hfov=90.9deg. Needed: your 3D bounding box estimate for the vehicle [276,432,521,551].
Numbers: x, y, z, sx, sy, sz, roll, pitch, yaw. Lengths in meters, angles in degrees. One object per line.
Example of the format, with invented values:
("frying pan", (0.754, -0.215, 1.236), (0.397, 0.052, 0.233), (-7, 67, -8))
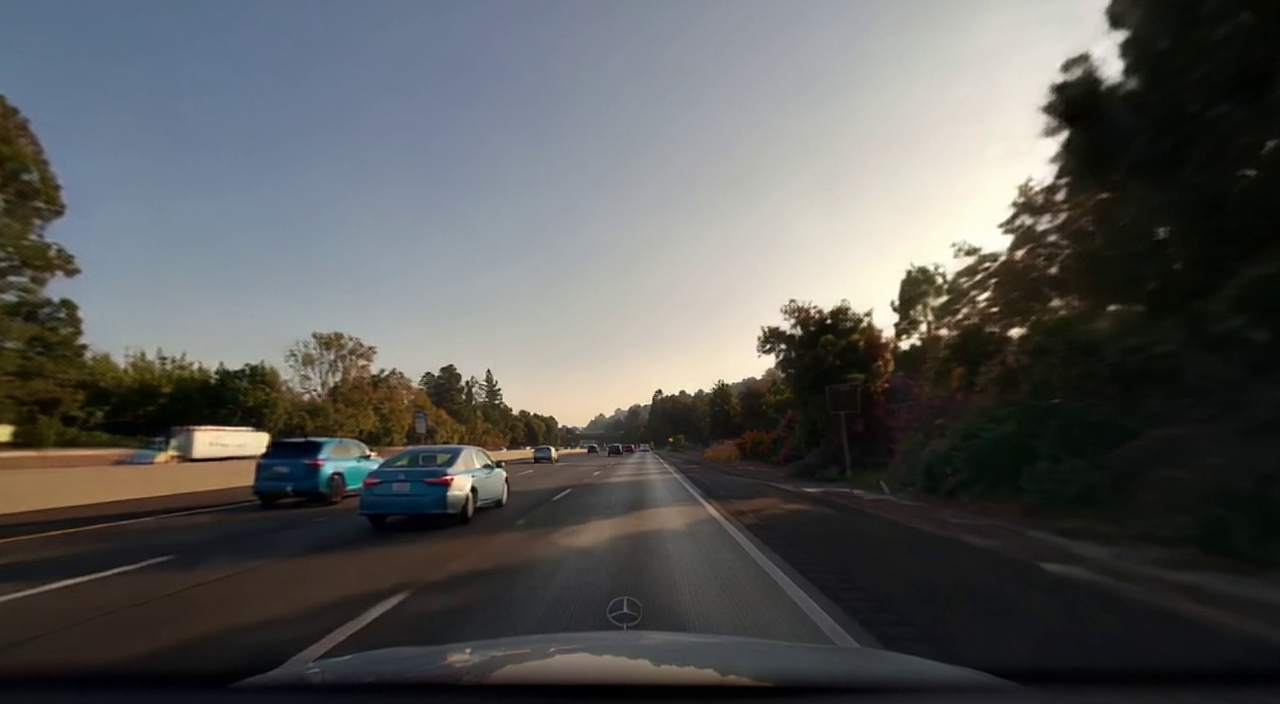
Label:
("vehicle", (-3.568, 2.157, 10.602), (2.081, 1.514, 4.943), (0, -8, 1))
